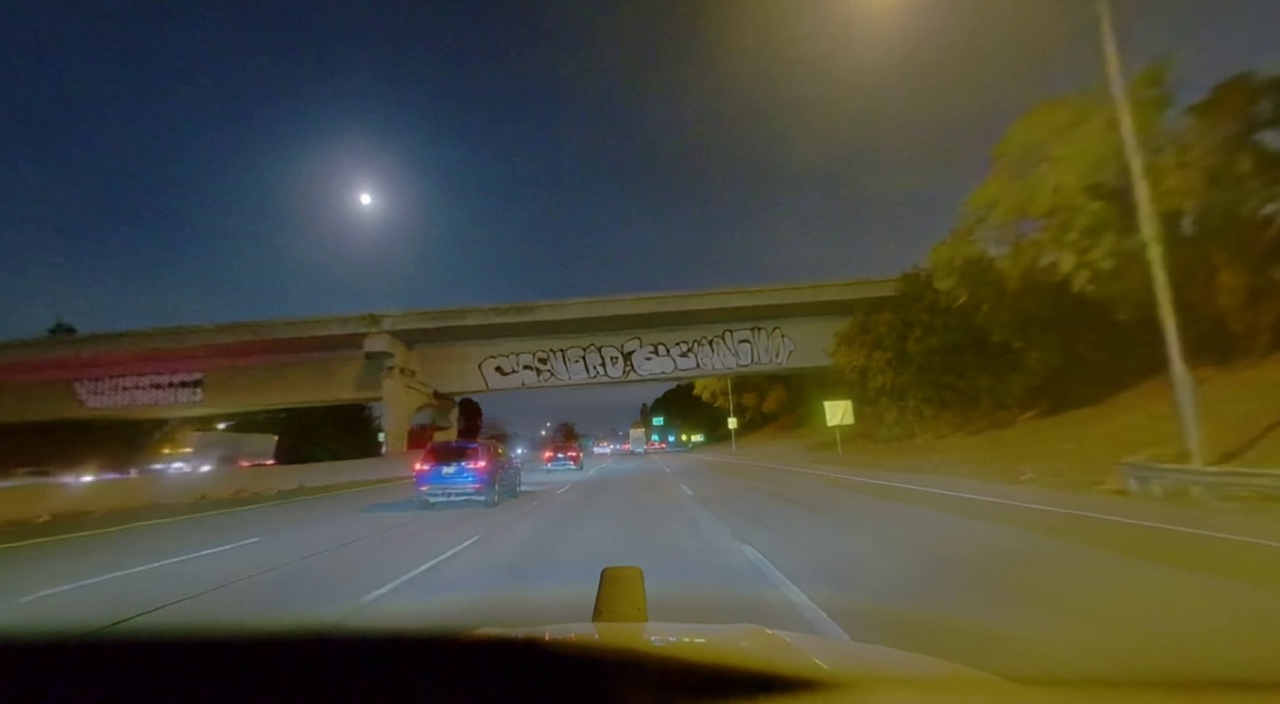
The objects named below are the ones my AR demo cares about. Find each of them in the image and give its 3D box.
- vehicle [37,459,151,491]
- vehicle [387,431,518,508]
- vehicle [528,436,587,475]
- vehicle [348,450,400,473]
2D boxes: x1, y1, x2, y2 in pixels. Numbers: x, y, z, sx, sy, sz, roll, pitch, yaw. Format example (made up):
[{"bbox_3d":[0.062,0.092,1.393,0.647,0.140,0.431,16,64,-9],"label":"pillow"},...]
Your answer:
[{"bbox_3d":[-35.280,7.934,40.892,2.190,1.725,5.844,0,-8,0],"label":"vehicle"},{"bbox_3d":[-4.403,2.810,15.464,1.969,1.633,3.962,0,-8,0],"label":"vehicle"},{"bbox_3d":[-3.822,4.883,29.859,2.154,1.693,4.394,0,-8,1],"label":"vehicle"},{"bbox_3d":[-20.150,8.316,47.788,1.856,1.560,5.001,-1,-8,-1],"label":"vehicle"}]
